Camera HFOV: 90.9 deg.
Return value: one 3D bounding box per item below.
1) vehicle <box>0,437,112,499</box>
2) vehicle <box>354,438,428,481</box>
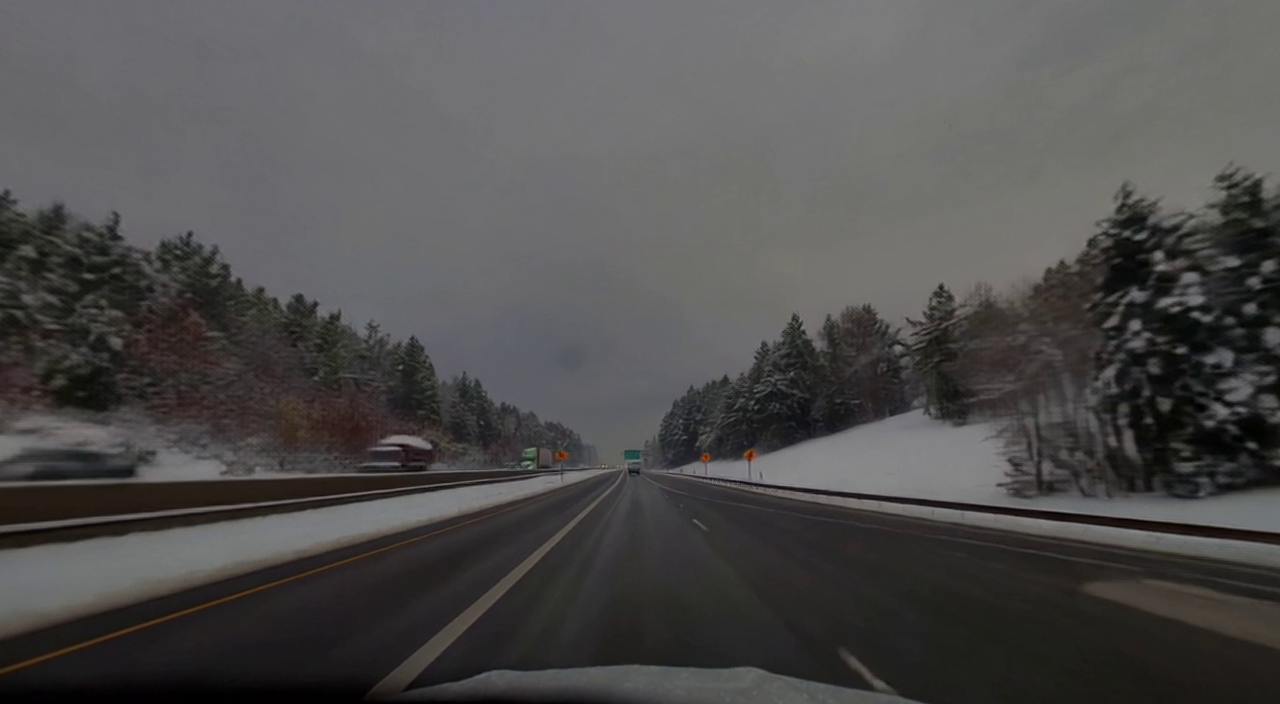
[{"bbox_3d":[-16.132,2.955,16.105,1.780,1.458,3.948,1,-10,0],"label":"vehicle"},{"bbox_3d":[-16.291,7.134,41.747,2.394,2.591,6.055,1,-10,0],"label":"vehicle"}]
